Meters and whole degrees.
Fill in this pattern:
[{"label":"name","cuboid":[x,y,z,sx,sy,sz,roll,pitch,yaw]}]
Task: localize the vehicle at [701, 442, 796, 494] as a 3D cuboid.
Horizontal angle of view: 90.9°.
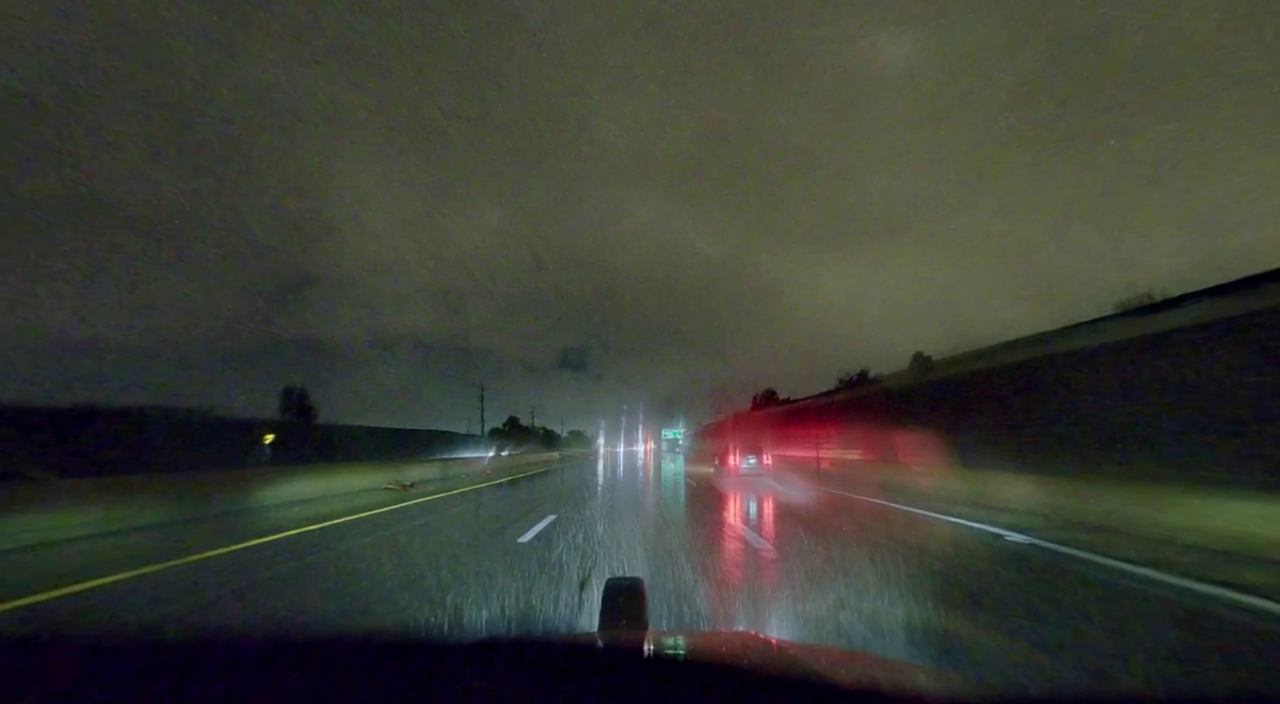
[{"label":"vehicle","cuboid":[3.362,3.707,20.594,2.193,1.462,4.533,0,-8,-1]}]
